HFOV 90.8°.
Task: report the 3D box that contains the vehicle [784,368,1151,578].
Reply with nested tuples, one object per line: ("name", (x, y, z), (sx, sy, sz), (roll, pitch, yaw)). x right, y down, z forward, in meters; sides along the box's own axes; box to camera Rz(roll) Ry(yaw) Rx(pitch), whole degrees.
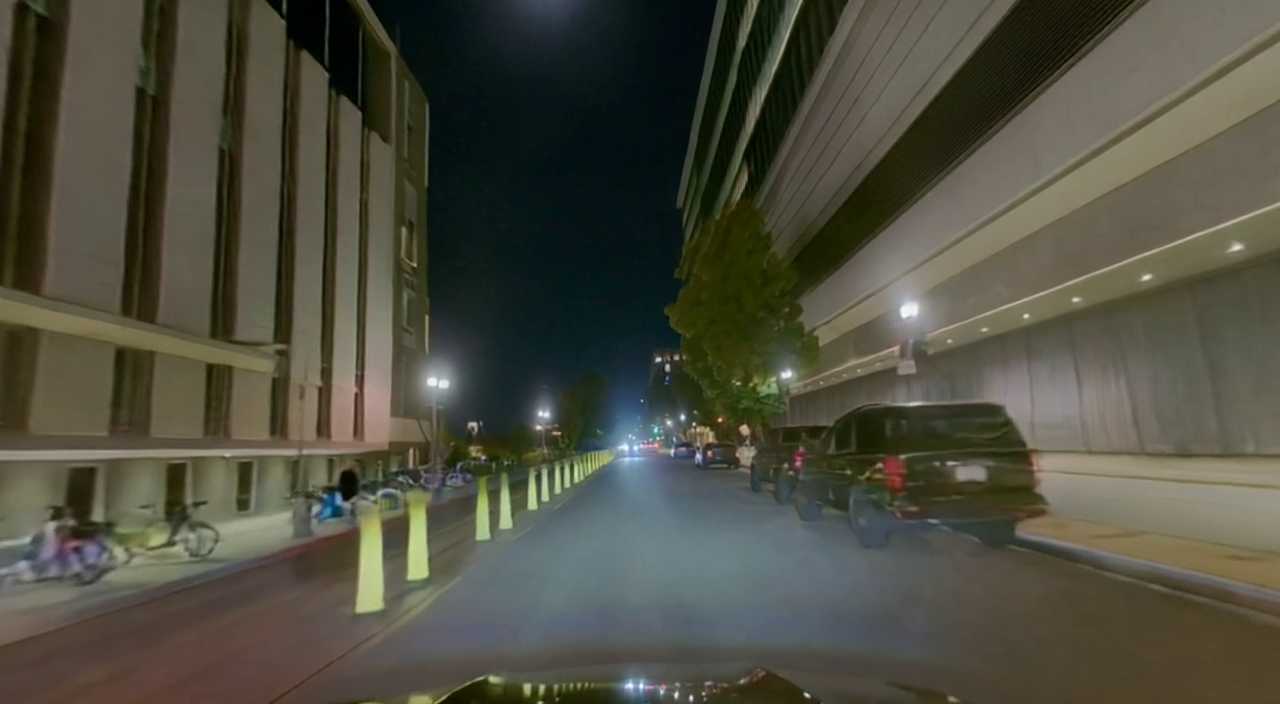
("vehicle", (3.498, 1.442, 8.175), (2.127, 1.864, 4.892), (-1, -8, 1))

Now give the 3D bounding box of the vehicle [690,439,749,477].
("vehicle", (3.360, 4.558, 27.544), (1.963, 1.445, 4.948), (-1, -8, 1))
